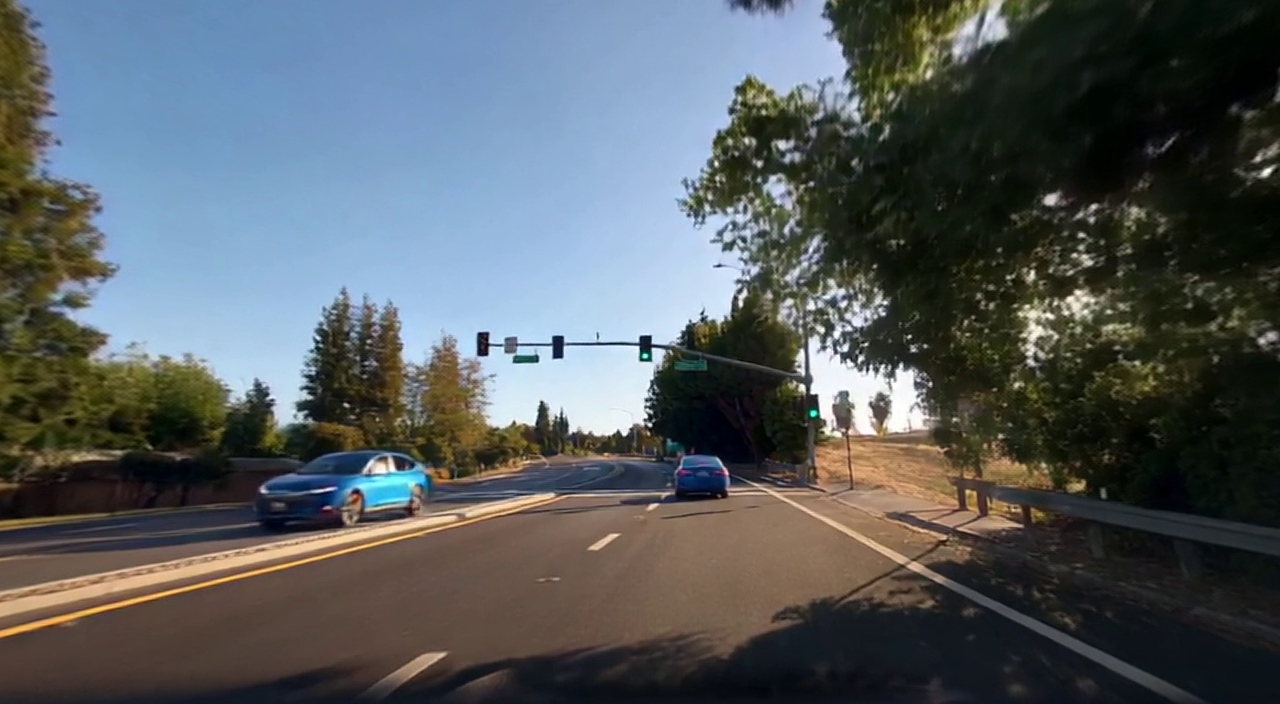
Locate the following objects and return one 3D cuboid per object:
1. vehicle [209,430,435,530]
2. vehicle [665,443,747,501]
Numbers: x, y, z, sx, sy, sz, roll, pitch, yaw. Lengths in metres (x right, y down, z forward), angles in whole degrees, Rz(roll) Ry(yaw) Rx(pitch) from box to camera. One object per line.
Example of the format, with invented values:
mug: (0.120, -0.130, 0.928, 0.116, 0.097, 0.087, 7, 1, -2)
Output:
vehicle: (-7.147, 2.908, 15.075, 2.150, 1.927, 5.209, -2, -8, 8)
vehicle: (1.912, 3.536, 19.028, 2.148, 1.521, 4.089, -1, -8, 4)
